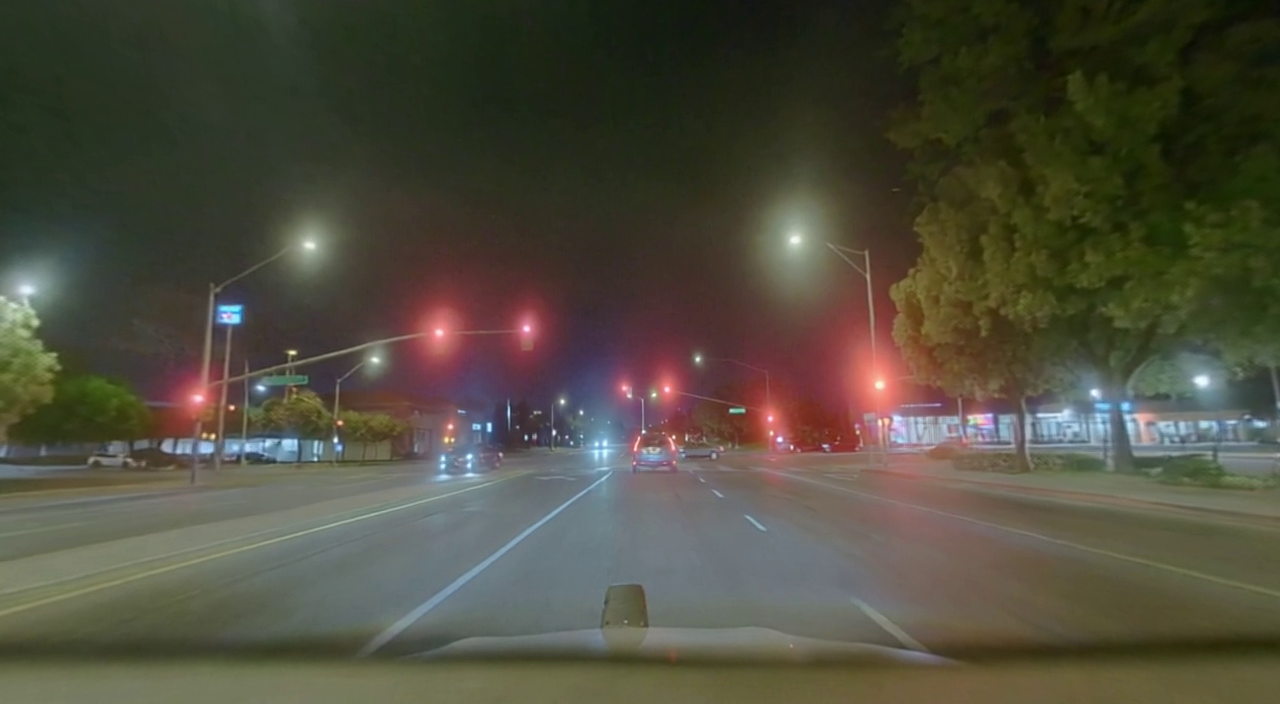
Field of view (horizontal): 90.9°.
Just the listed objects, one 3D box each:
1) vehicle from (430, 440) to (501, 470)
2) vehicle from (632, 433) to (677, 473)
[{"bbox_3d":[-10.415,6.200,38.077,1.954,1.673,4.460,-3,-9,18],"label":"vehicle"},{"bbox_3d":[0.673,4.782,30.006,1.994,1.759,4.186,0,-8,1],"label":"vehicle"}]
